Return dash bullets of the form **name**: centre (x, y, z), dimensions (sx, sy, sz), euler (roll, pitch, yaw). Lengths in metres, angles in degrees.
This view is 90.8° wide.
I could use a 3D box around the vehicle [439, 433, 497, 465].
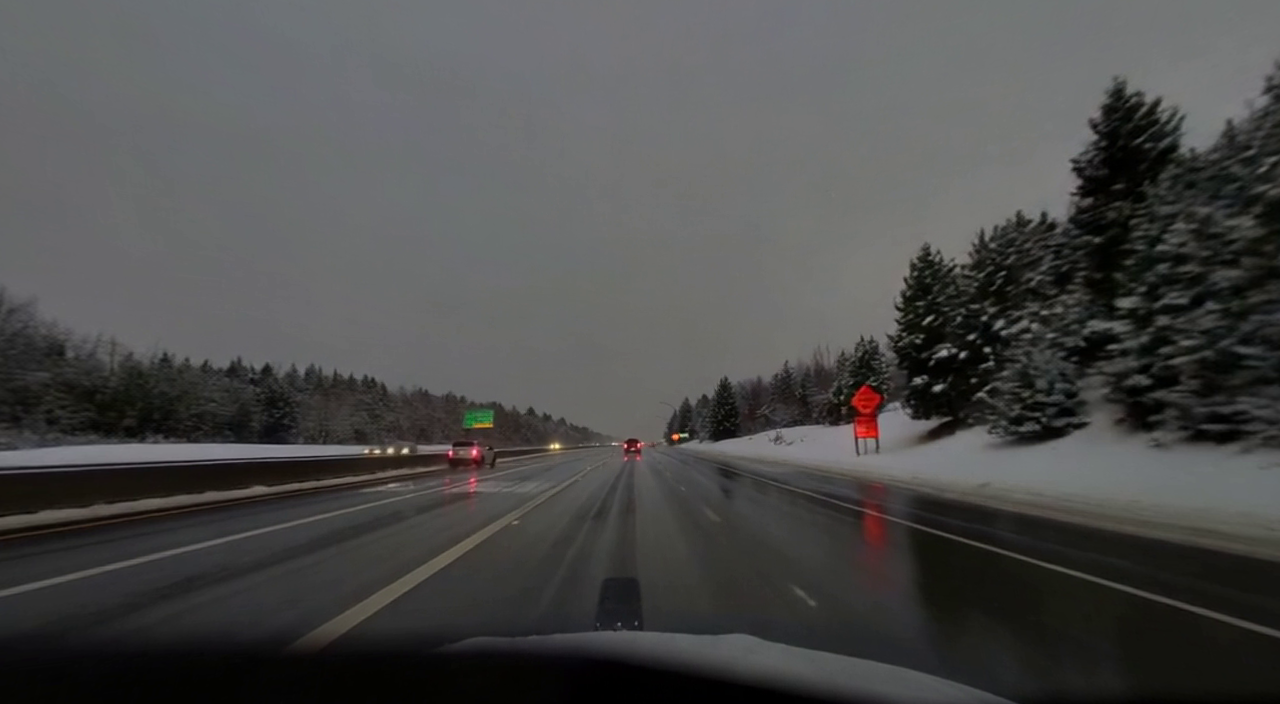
- **vehicle**: centre (-11.141, 6.300, 41.262), dimensions (2.270, 1.936, 5.190), euler (0, -8, 0)
